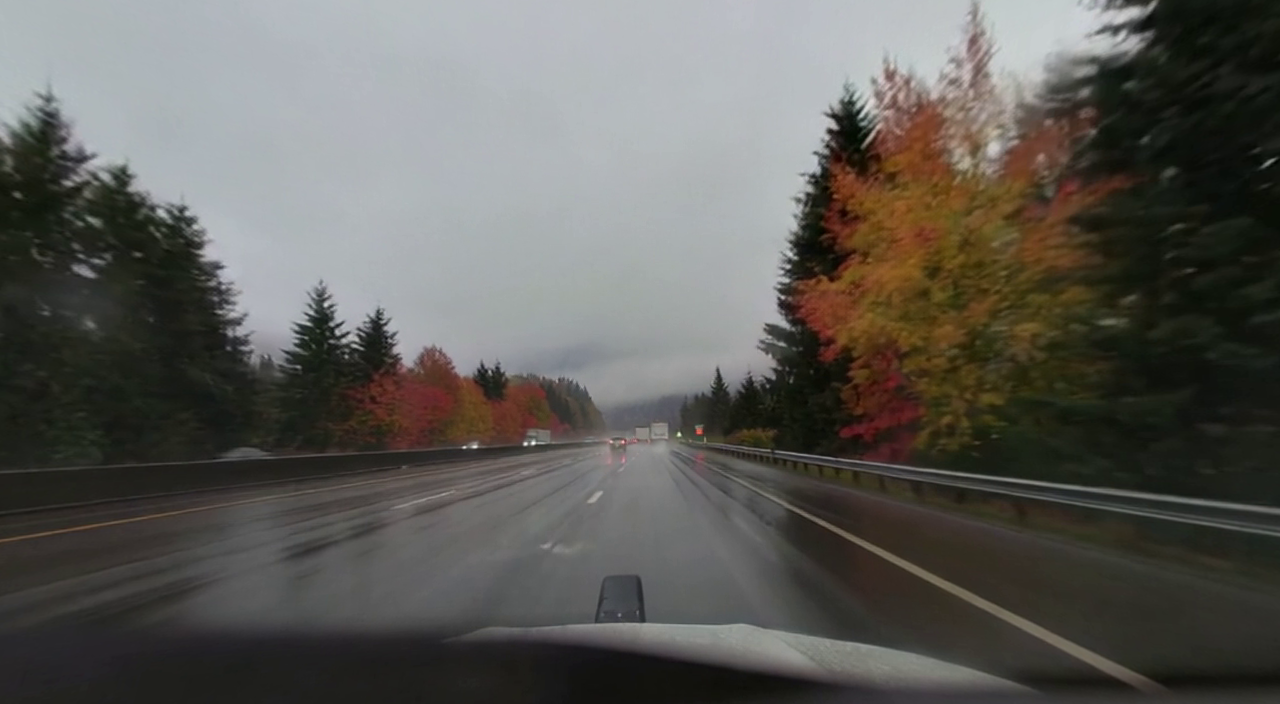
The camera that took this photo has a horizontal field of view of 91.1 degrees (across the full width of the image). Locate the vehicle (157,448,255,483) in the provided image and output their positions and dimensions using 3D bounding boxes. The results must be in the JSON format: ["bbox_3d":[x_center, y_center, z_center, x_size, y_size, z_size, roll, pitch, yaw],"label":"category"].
[{"bbox_3d":[-19.979,5.210,29.110,1.705,1.454,3.858,-1,-8,1],"label":"vehicle"}]
